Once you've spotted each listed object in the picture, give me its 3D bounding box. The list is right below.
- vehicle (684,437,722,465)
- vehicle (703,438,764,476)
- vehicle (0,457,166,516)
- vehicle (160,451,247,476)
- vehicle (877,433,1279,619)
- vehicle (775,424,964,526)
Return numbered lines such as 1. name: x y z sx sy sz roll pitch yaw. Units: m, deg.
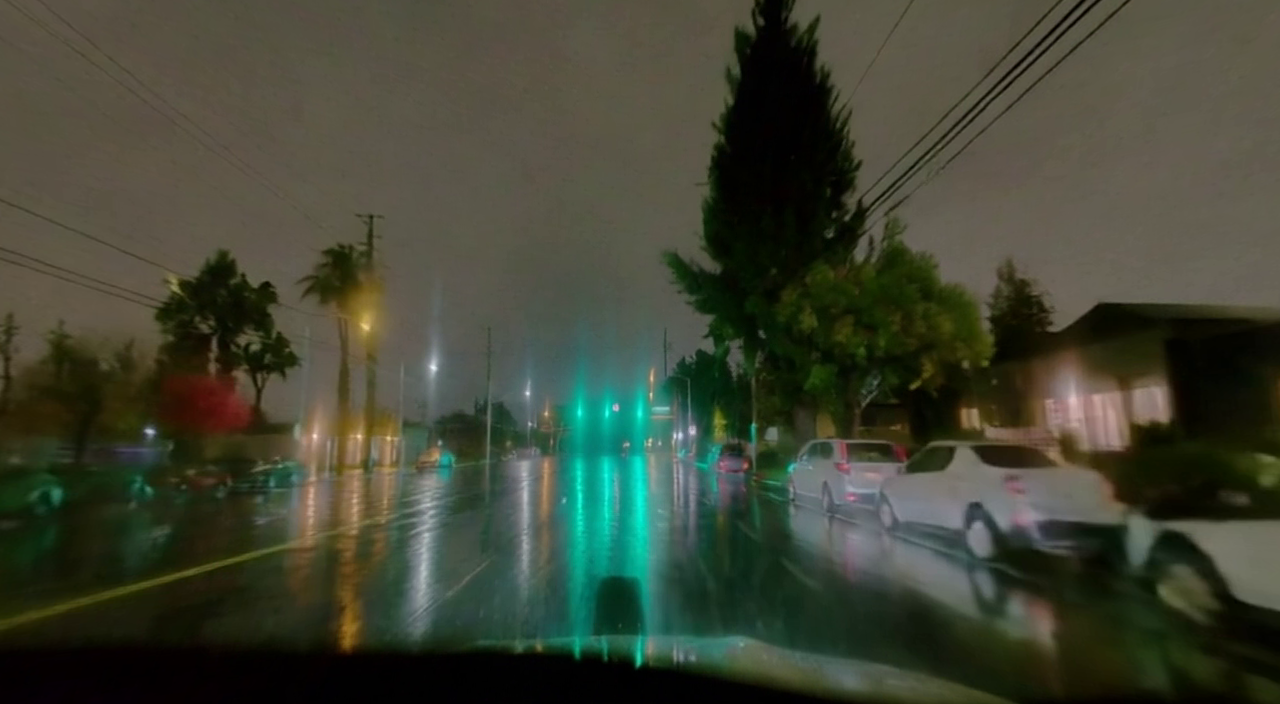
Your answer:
1. vehicle: 4.371 7.011 44.637 2.078 1.837 5.088 0 -9 -1
2. vehicle: 4.527 5.184 31.499 2.154 1.718 4.980 0 -9 -2
3. vehicle: -17.693 4.189 20.138 1.871 1.596 4.114 0 -9 1
4. vehicle: -28.803 7.340 41.764 4.376 1.482 1.933 -2 -9 1
5. vehicle: 4.617 1.741 7.395 1.888 1.474 4.532 0 -9 0
6. vehicle: 4.440 2.467 13.275 2.077 1.718 4.885 0 -9 -1
